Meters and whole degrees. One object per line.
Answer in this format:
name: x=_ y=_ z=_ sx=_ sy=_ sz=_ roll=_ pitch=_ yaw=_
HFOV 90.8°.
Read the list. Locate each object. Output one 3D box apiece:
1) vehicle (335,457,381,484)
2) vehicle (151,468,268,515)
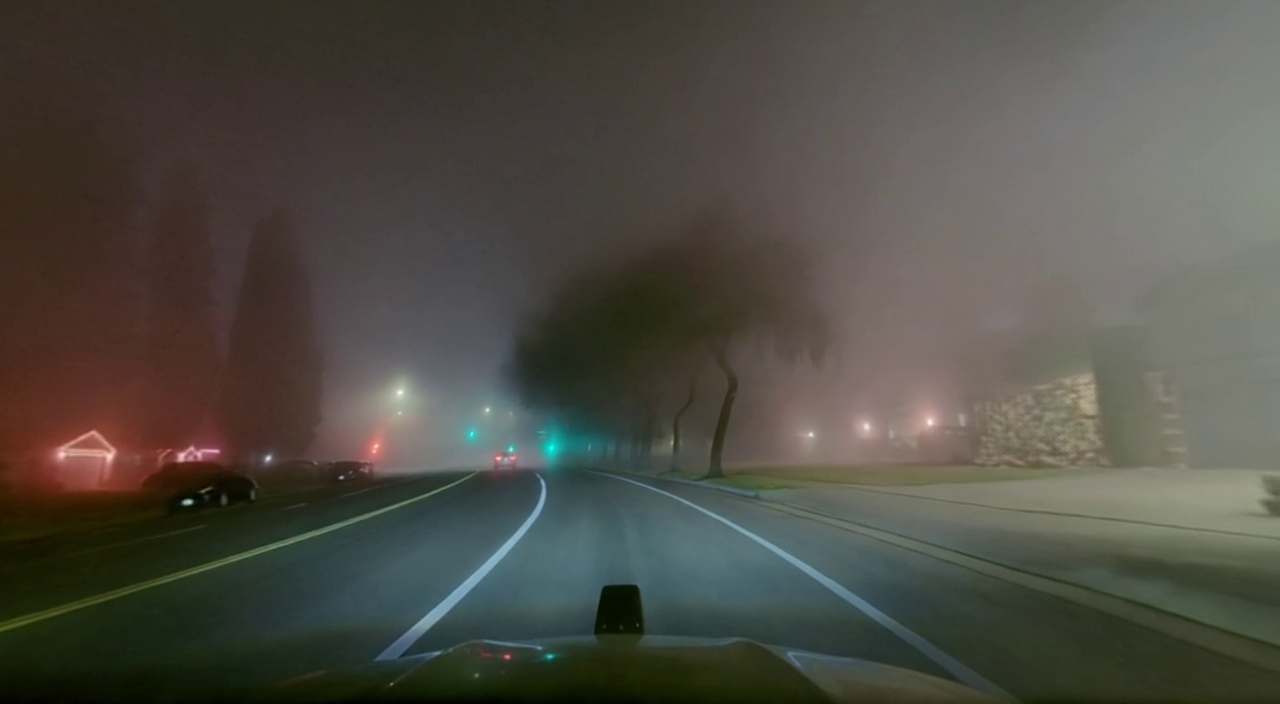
vehicle: x=-20.940 y=8.810 z=47.107 sx=2.029 sy=1.726 sz=5.366 roll=-3 pitch=-9 yaw=-12
vehicle: x=-16.528 y=5.334 z=24.604 sx=1.911 sy=1.436 sz=4.554 roll=1 pitch=-9 yaw=-9
